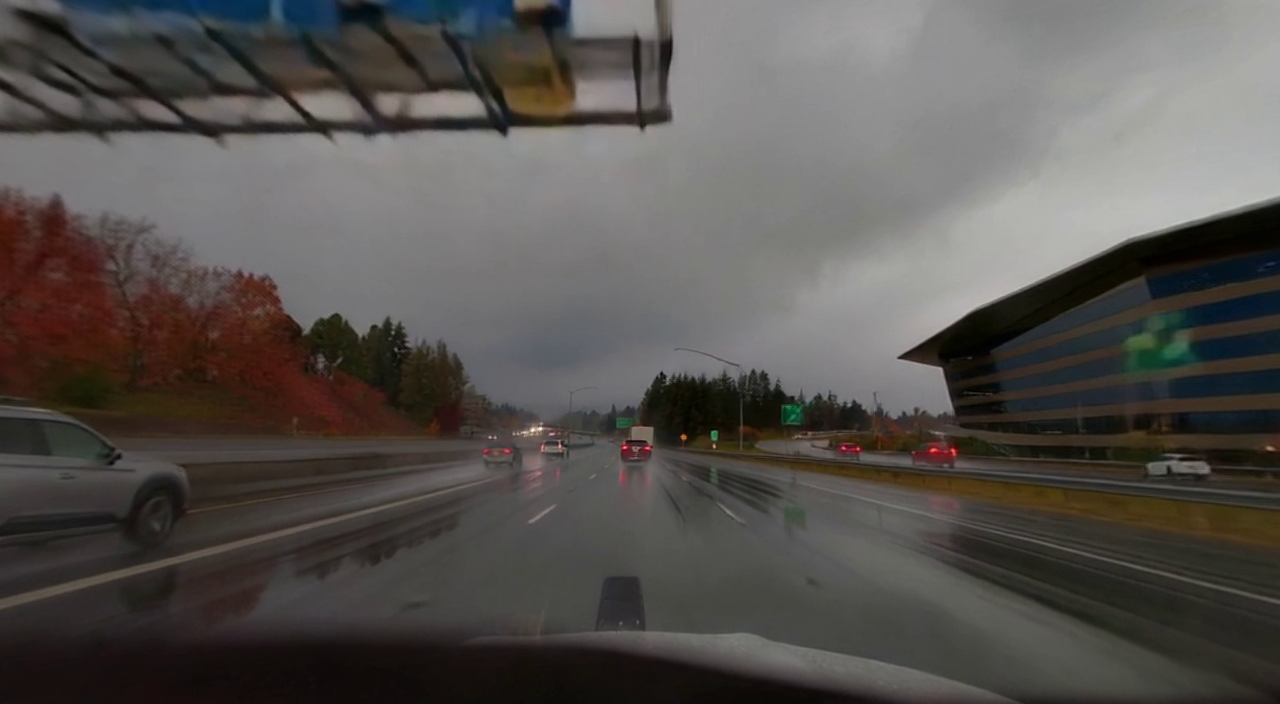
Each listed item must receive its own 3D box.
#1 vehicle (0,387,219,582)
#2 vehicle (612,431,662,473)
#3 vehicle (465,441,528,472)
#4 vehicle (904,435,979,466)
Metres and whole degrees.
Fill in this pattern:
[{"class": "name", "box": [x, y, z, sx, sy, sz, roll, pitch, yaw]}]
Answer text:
[{"class": "vehicle", "box": [-7.145, 1.338, 6.489, 2.146, 1.834, 4.999, 0, -9, 0]}, {"class": "vehicle", "box": [-0.130, 4.843, 30.751, 2.245, 1.863, 4.801, 0, -9, 0]}, {"class": "vehicle", "box": [-7.247, 5.315, 32.242, 2.074, 1.495, 4.643, 0, -9, 1]}, {"class": "vehicle", "box": [17.113, 5.631, 36.053, 2.019, 1.657, 4.582, 0, -9, 0]}]
